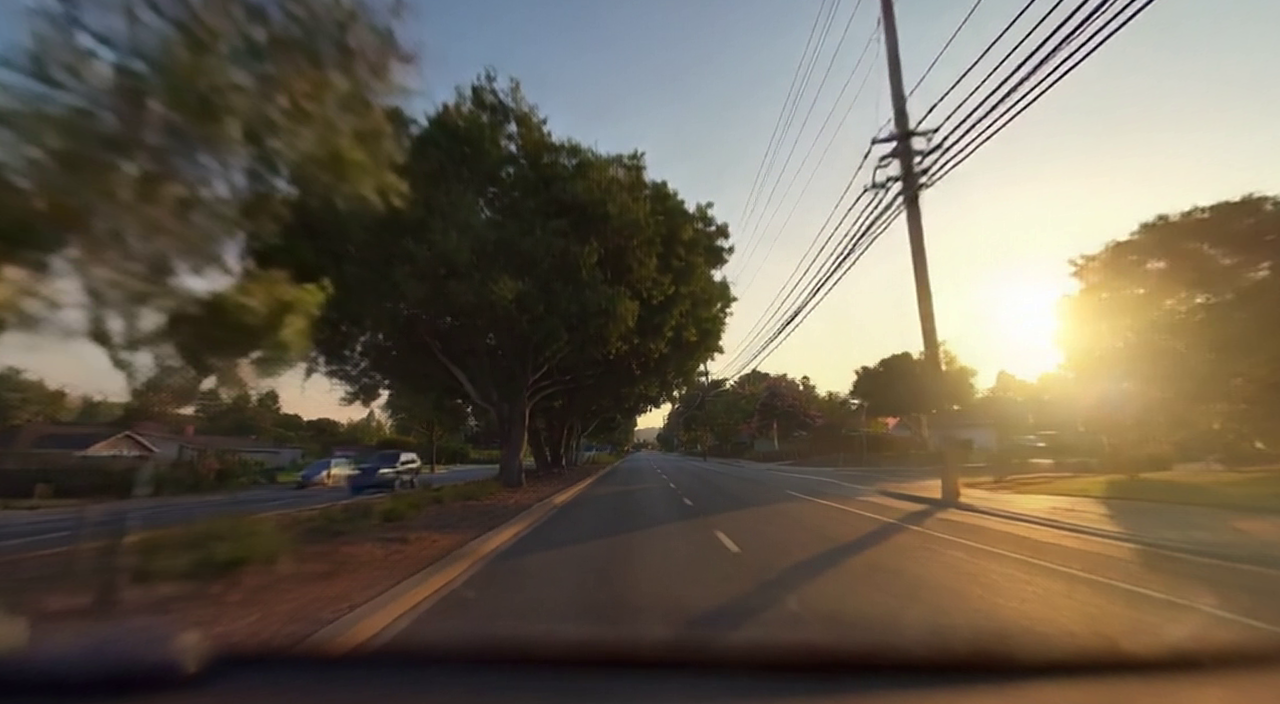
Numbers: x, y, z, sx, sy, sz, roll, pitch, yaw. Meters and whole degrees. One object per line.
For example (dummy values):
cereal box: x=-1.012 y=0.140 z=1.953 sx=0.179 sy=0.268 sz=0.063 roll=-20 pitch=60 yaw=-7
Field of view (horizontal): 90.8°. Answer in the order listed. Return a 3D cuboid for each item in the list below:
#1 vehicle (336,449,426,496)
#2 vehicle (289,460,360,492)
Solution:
vehicle: x=-10.376 y=4.825 z=25.693 sx=1.933 sy=1.709 sz=4.063 roll=0 pitch=-9 yaw=0
vehicle: x=-19.036 y=7.451 z=38.356 sx=1.955 sy=1.584 sz=4.664 roll=-4 pitch=-9 yaw=-1
